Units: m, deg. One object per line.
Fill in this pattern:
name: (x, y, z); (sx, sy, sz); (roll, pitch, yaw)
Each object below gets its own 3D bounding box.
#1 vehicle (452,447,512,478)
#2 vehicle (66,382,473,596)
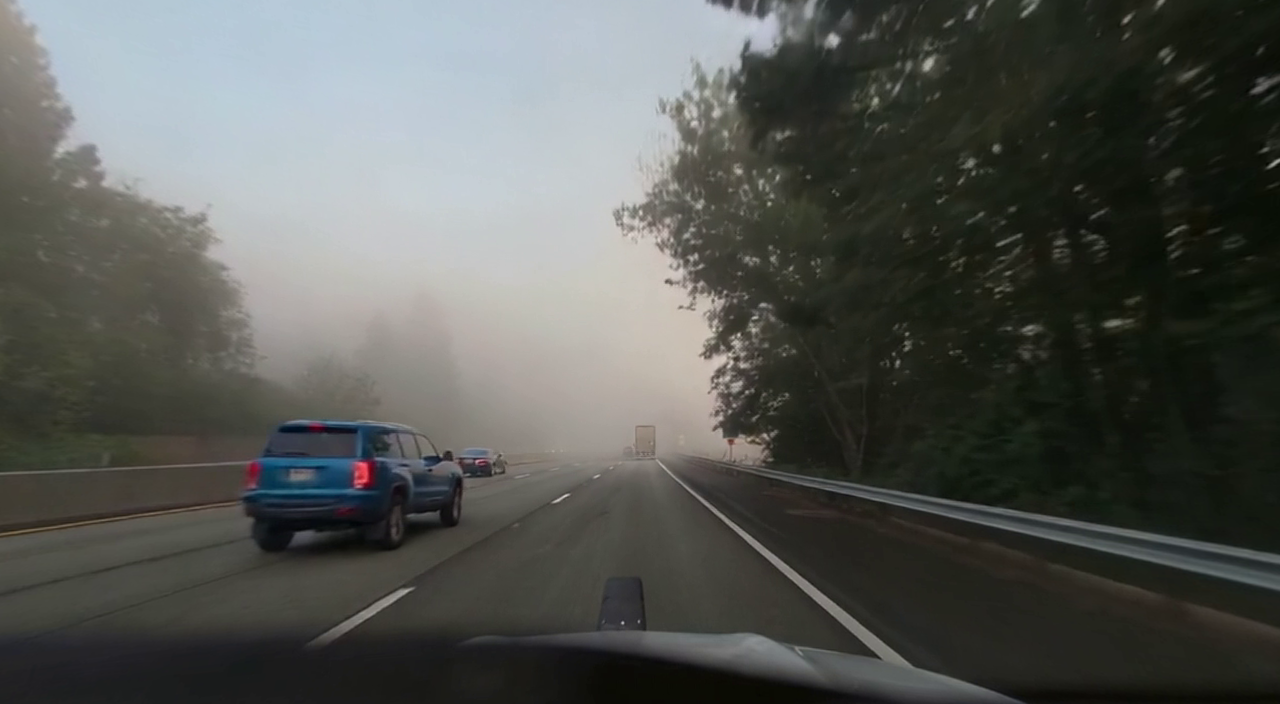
vehicle: (-8.020, 5.652, 32.418); (1.877, 1.433, 4.266); (-1, -9, 1)
vehicle: (-4.011, 1.624, 8.306); (2.124, 1.888, 5.226); (-1, -9, 1)
